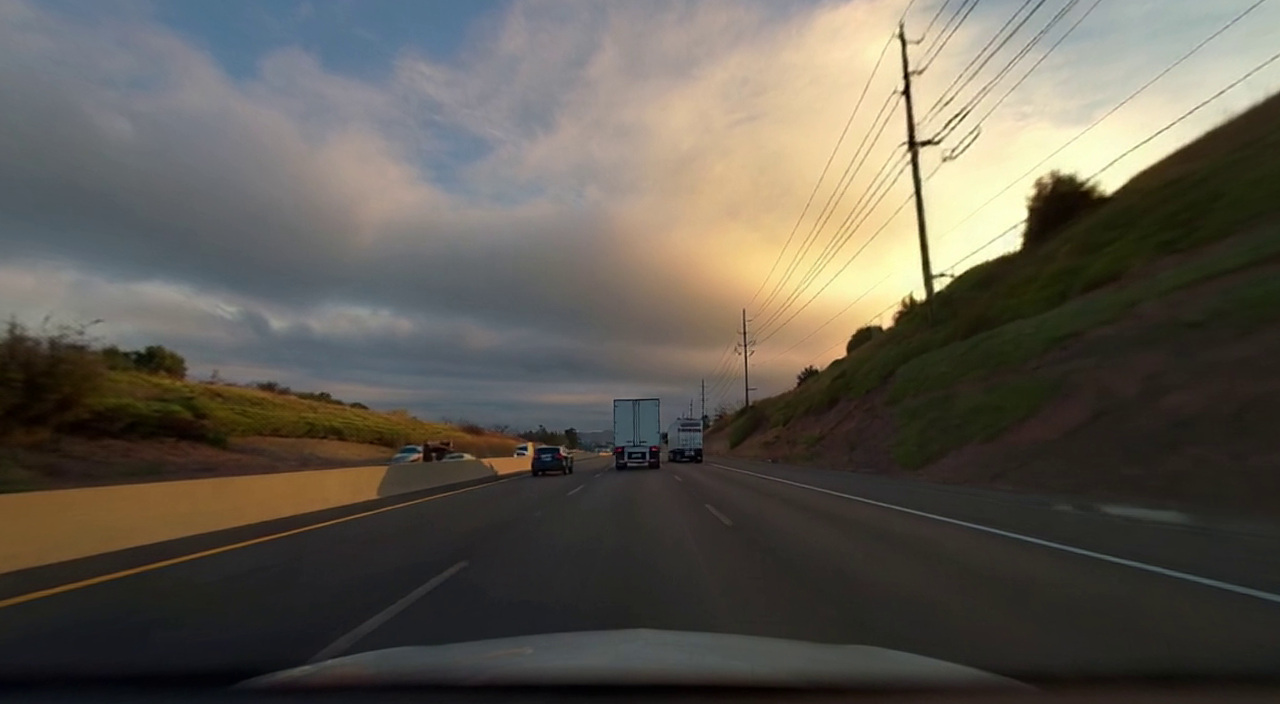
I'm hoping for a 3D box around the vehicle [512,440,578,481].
[{"bbox_3d":[-4.127,4.812,28.224,2.170,1.657,4.573,0,-9,1],"label":"vehicle"}]

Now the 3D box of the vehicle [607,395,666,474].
[{"bbox_3d":[-0.133,5.042,37.626,2.985,4.025,10.982,0,-9,1],"label":"vehicle"}]

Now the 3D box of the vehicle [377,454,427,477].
[{"bbox_3d":[-17.285,8.239,46.067,1.870,1.513,4.752,0,-9,-1],"label":"vehicle"}]
